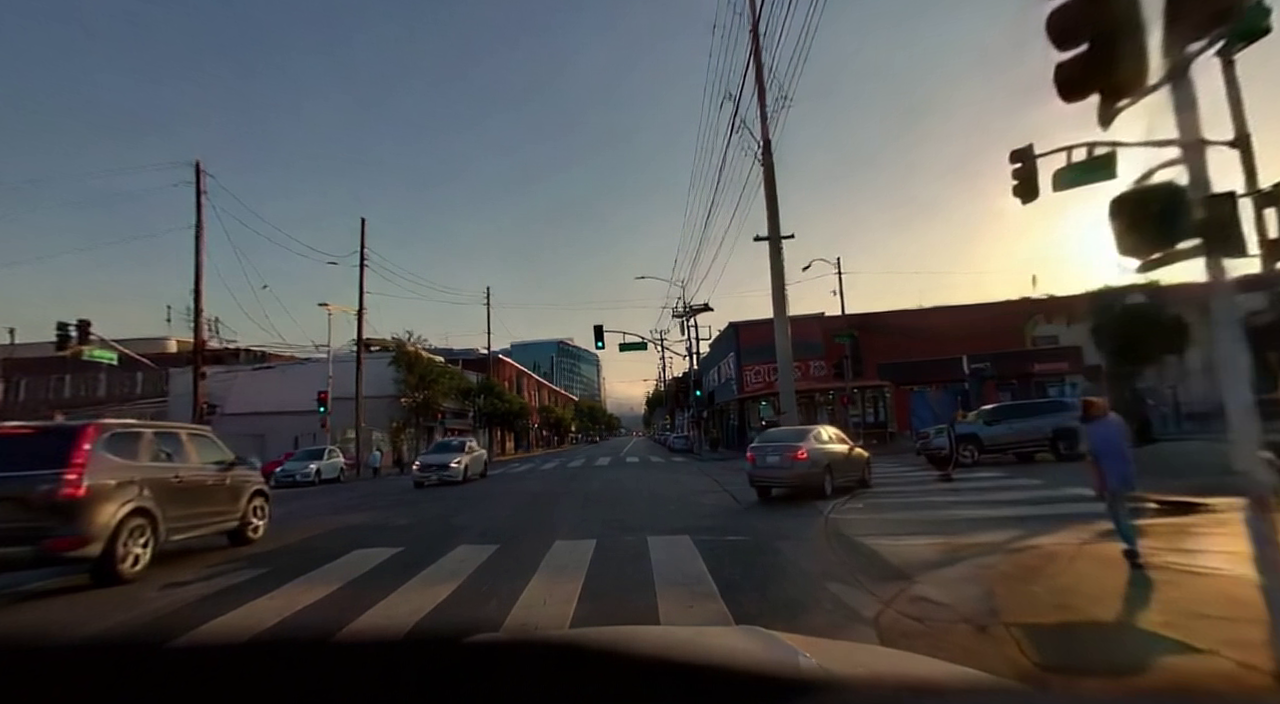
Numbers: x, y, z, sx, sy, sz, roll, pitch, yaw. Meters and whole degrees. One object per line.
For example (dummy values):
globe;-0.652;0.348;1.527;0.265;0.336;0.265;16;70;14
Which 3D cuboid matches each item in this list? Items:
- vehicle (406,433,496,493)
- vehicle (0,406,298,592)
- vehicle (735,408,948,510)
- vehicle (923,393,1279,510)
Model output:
vehicle;-5.377;3.063;17.828;2.097;1.457;4.439;2;-9;-18
vehicle;-6.572;1.714;8.149;2.063;1.751;4.229;0;-9;-2
vehicle;4.040;1.946;12.309;4.260;1.497;2.059;3;-8;-44
vehicle;7.515;1.613;10.483;4.714;1.686;1.973;1;-8;-8
